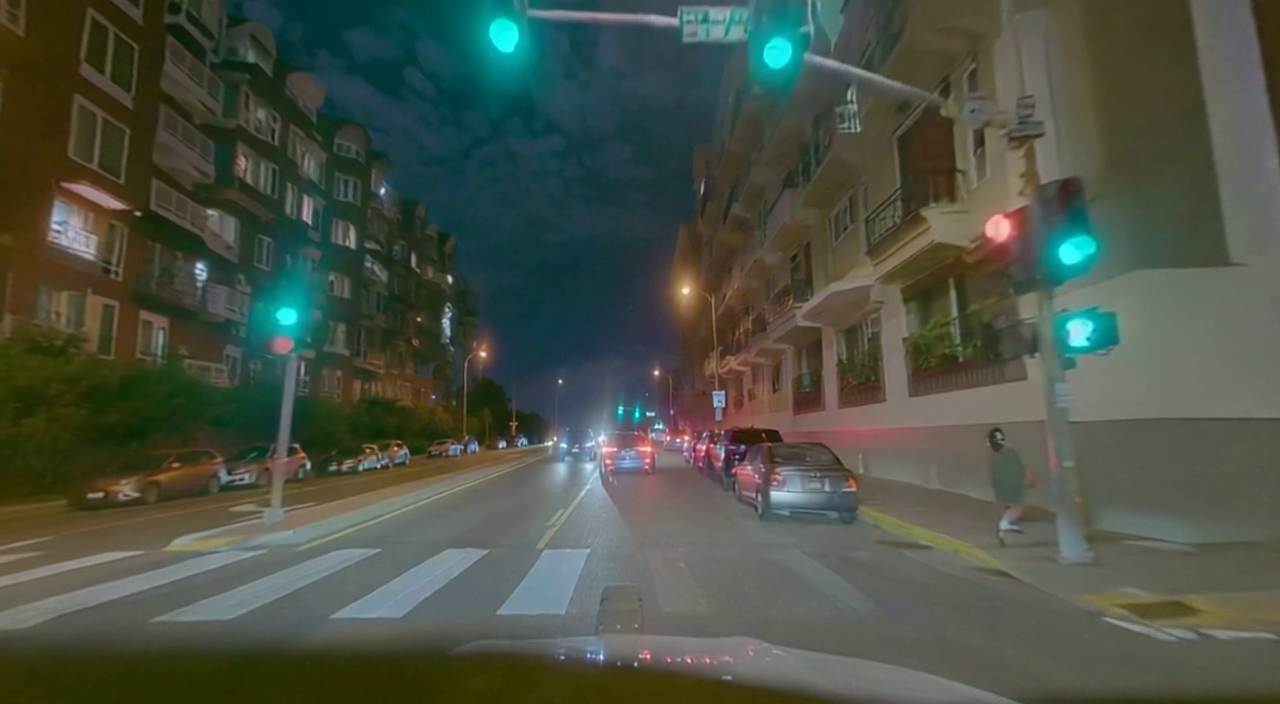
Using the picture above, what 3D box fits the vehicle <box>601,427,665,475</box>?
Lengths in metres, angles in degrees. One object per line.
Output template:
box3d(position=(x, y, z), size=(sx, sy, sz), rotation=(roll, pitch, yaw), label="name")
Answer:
box3d(position=(-0.284, 3.404, 21.976), size=(2.026, 1.496, 3.701), rotation=(0, -8, -2), label="vehicle")

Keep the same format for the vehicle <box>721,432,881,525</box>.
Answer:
box3d(position=(2.870, 2.332, 12.420), size=(1.874, 1.468, 4.550), rotation=(0, -8, -1), label="vehicle")

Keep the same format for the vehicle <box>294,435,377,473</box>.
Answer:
box3d(position=(-14.263, 4.760, 29.858), size=(1.887, 1.619, 4.208), rotation=(0, -8, -1), label="vehicle")

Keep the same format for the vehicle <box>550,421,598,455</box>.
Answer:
box3d(position=(-3.449, 4.583, 33.695), size=(2.065, 1.705, 4.353), rotation=(0, -8, 0), label="vehicle")

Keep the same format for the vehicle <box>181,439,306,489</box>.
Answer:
box3d(position=(-14.047, 3.935, 22.735), size=(1.805, 1.580, 4.477), rotation=(0, -8, -4), label="vehicle")

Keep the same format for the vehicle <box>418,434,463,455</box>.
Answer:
box3d(position=(-14.324, 6.664, 45.668), size=(1.907, 1.480, 4.498), rotation=(0, -8, -2), label="vehicle")

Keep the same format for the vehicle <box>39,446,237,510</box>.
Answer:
box3d(position=(-13.811, 3.443, 17.841), size=(1.863, 1.468, 4.565), rotation=(0, -8, 0), label="vehicle")
